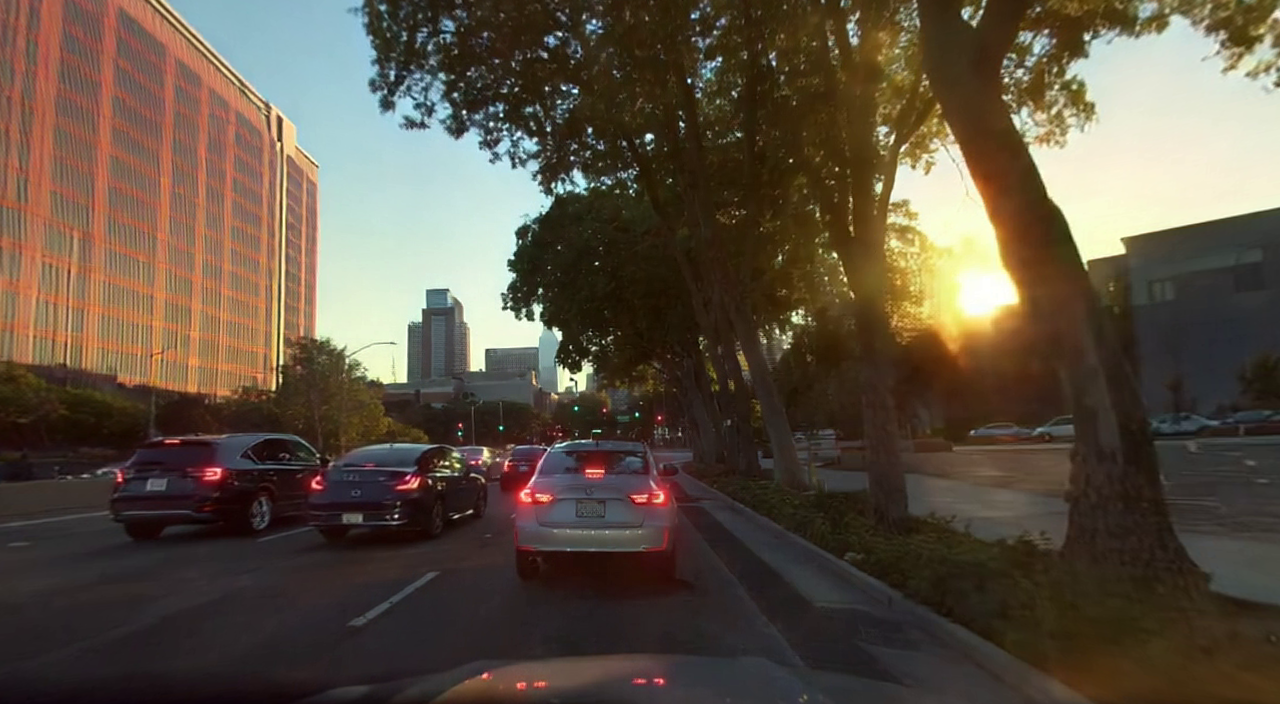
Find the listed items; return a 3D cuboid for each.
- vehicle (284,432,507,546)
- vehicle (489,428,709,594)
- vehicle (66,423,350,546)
[{"bbox_3d":[-3.805,2.192,10.875,1.913,1.521,4.539,0,-9,1],"label":"vehicle"},{"bbox_3d":[-0.383,1.804,8.005,2.066,1.544,3.954,0,-9,0],"label":"vehicle"},{"bbox_3d":[-7.340,2.268,11.460,2.068,1.784,4.224,0,-9,1],"label":"vehicle"}]
